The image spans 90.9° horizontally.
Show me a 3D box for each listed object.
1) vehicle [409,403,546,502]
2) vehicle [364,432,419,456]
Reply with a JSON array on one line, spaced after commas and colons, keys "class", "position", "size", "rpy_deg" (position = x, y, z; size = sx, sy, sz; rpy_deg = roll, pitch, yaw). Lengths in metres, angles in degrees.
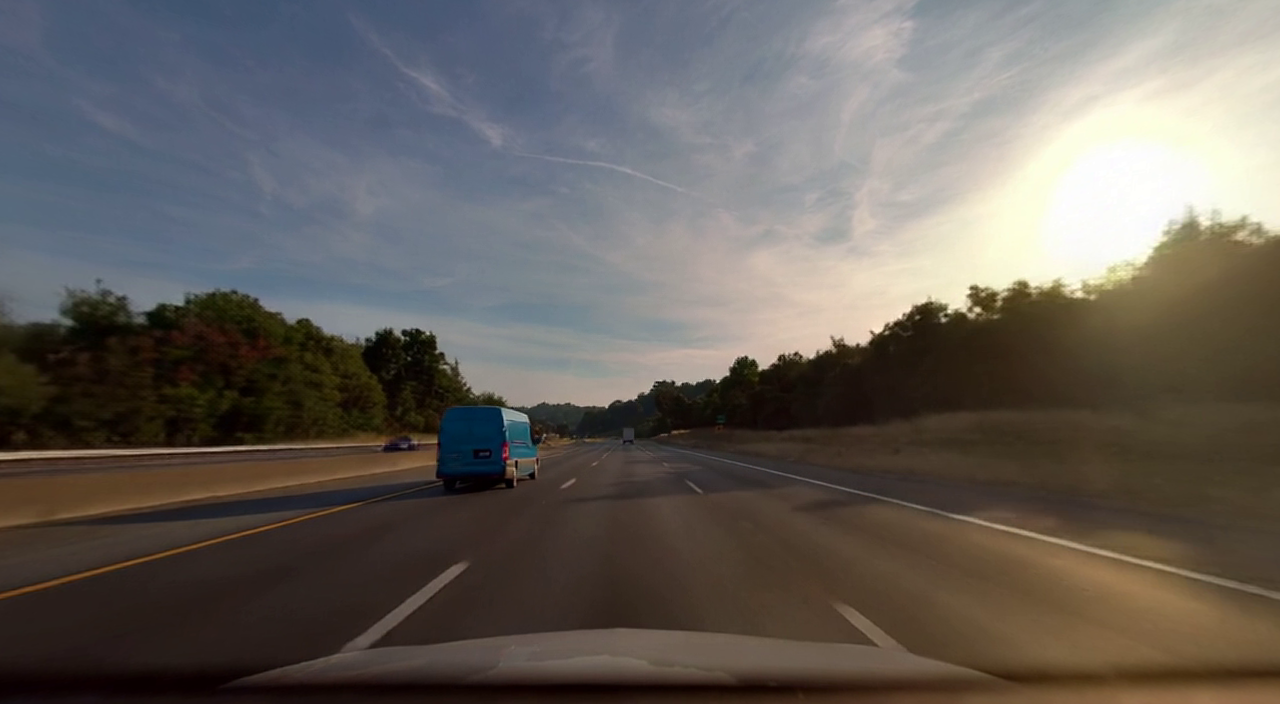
[{"class": "vehicle", "position": [-3.681, 2.381, 15.341], "size": [2.297, 2.011, 4.736], "rpy_deg": [0, -8, -3]}, {"class": "vehicle", "position": [-16.353, 6.066, 41.673], "size": [1.795, 1.476, 4.616], "rpy_deg": [1, -8, -1]}]
